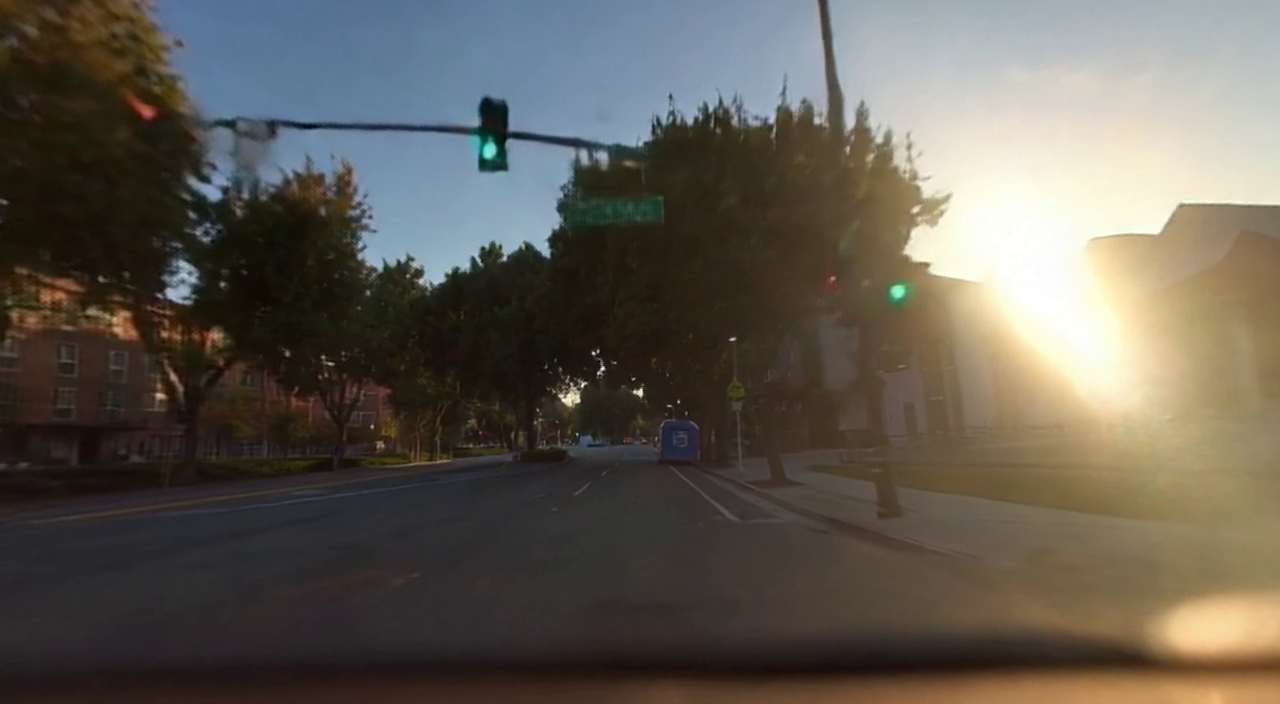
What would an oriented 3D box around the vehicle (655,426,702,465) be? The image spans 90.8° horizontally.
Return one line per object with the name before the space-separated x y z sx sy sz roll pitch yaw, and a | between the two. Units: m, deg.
vehicle | 2.260 5.733 38.817 2.514 2.218 5.013 0 -9 -1
